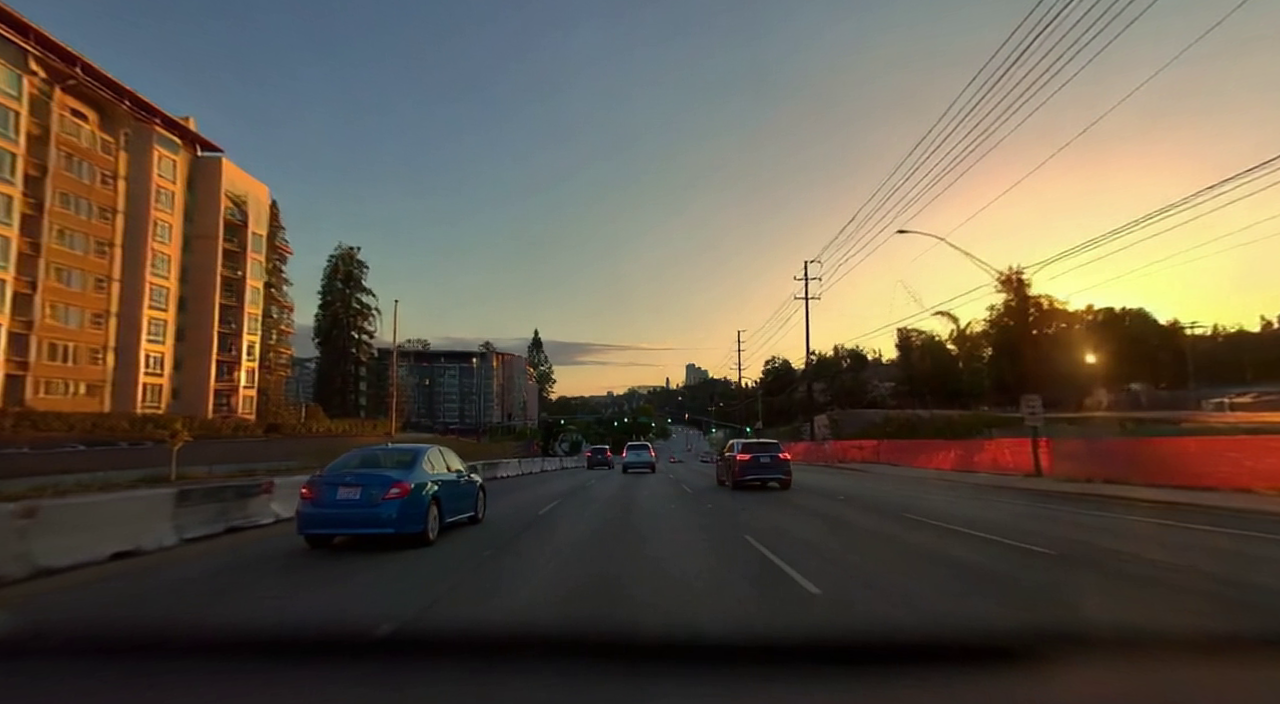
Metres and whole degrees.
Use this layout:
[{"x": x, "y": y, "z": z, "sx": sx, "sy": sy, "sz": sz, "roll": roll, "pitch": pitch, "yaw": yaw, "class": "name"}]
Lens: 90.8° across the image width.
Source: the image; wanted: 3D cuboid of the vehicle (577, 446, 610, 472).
[{"x": -3.475, "y": 8.086, "z": 47.890, "sx": 2.190, "sy": 1.832, "sz": 4.417, "roll": 0, "pitch": -8, "yaw": 0, "class": "vehicle"}]

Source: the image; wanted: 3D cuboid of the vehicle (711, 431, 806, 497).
[{"x": 3.516, "y": 3.395, "z": 19.614, "sx": 2.029, "sy": 1.797, "sz": 4.218, "roll": 0, "pitch": -8, "yaw": -2, "class": "vehicle"}]

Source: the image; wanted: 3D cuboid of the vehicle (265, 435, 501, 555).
[{"x": -3.668, "y": 2.095, "z": 10.014, "sx": 1.968, "sy": 1.473, "sz": 4.209, "roll": 0, "pitch": -8, "yaw": 0, "class": "vehicle"}]

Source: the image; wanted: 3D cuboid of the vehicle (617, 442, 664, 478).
[{"x": -0.005, "y": 5.522, "z": 32.677, "sx": 2.291, "sy": 1.714, "sz": 4.217, "roll": 0, "pitch": -8, "yaw": -1, "class": "vehicle"}]
